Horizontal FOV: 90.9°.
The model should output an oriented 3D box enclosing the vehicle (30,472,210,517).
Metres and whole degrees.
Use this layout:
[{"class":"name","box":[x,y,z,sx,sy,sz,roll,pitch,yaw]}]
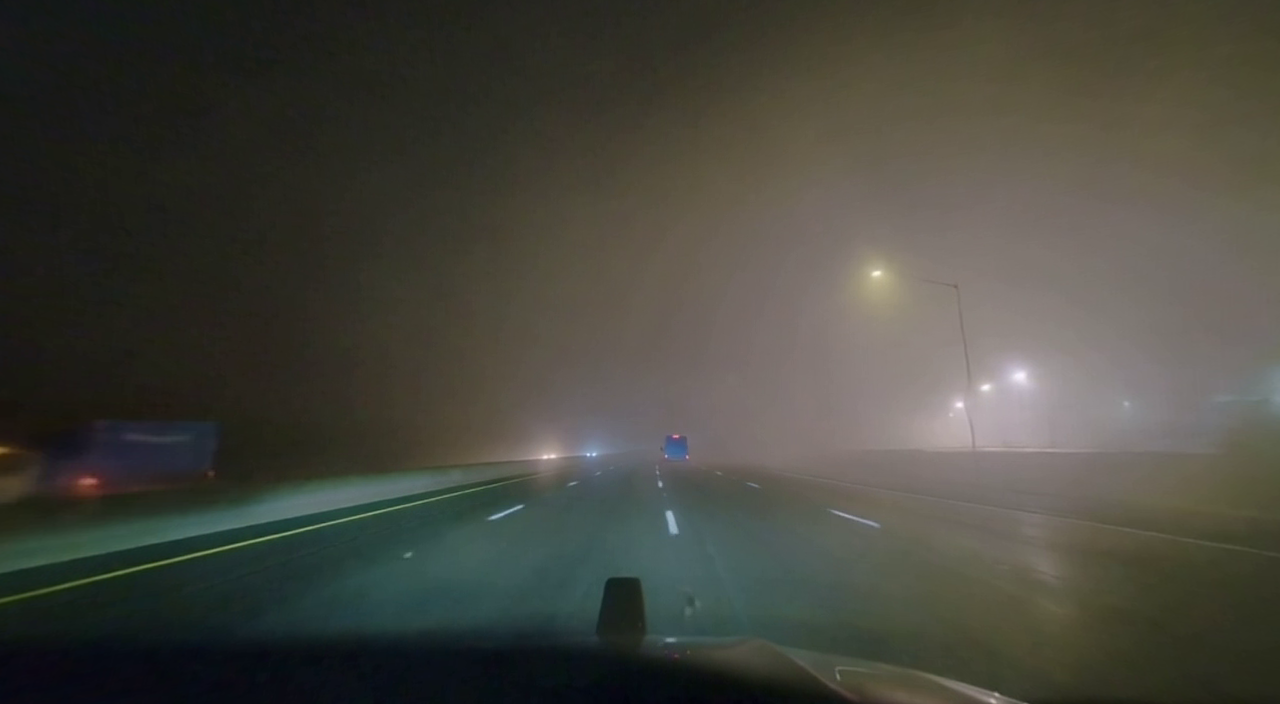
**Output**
[{"class":"vehicle","box":[-20.604,5.650,25.459,2.173,1.369,5.924,0,-9,1]}]
